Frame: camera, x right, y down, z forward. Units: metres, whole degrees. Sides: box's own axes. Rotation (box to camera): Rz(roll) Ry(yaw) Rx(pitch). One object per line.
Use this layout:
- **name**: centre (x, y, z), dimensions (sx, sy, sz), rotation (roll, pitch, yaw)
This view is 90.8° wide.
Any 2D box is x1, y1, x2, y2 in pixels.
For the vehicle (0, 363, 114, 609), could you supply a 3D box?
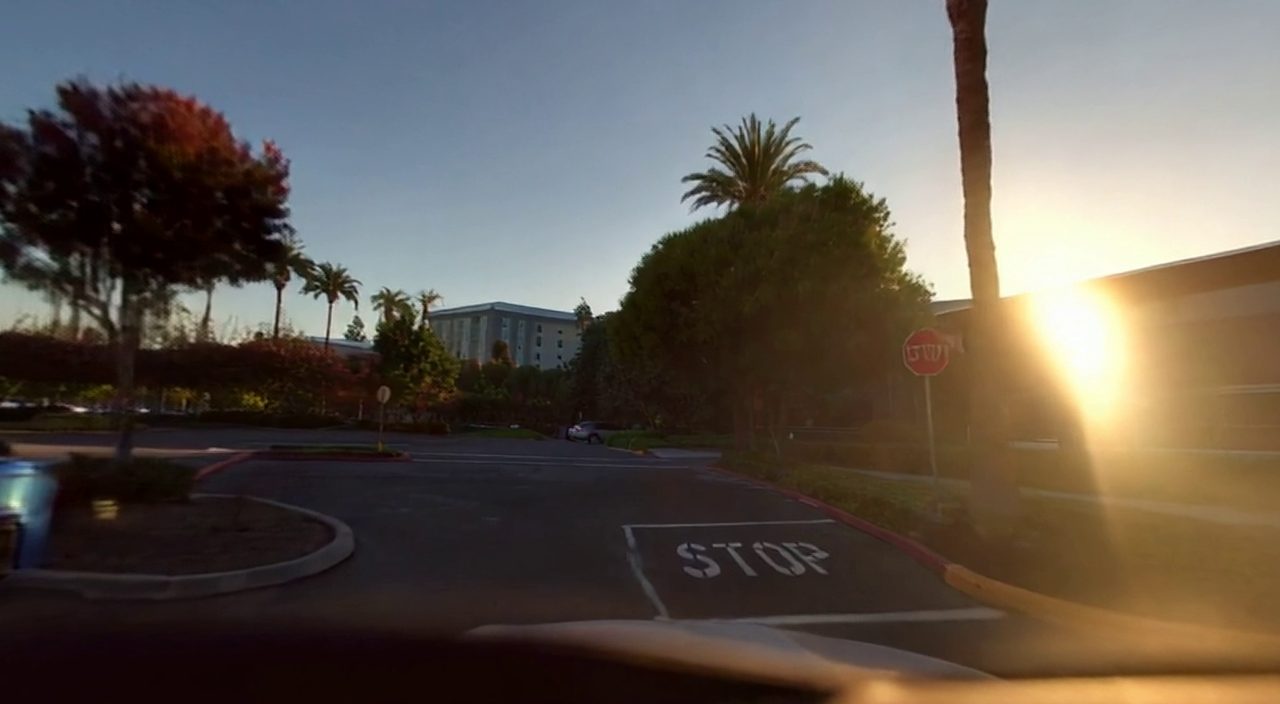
- **vehicle**: centre (-6.661, 0.922, 4.385), dimensions (4.615, 1.642, 1.978), rotation (-2, -8, 10)

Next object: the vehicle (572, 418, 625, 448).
- **vehicle**: centre (-2.580, 4.953, 38.237), dimensions (2.071, 1.700, 4.367), rotation (3, -9, -19)
